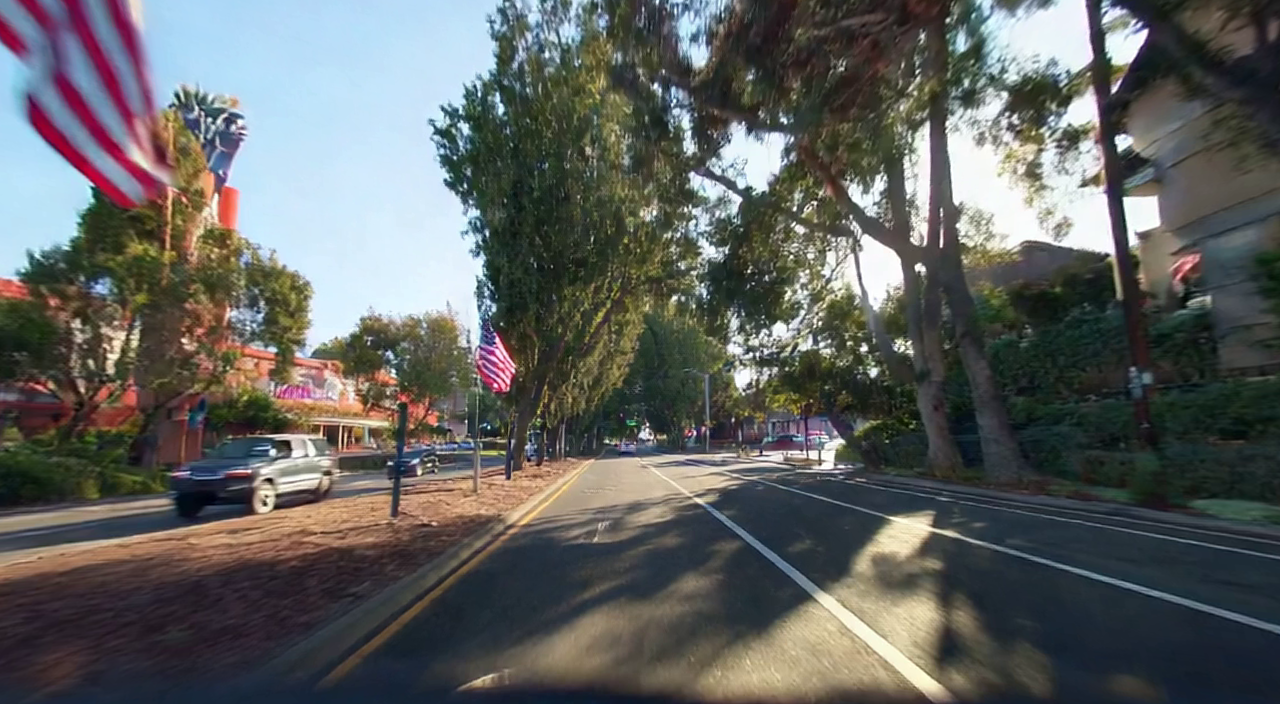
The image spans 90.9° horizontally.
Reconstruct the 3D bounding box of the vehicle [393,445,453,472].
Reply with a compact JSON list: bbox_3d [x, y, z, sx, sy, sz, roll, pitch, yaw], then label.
[{"bbox_3d":[-12.352,6.053,36.114,1.874,1.407,4.606,0,-8,-1],"label":"vehicle"}]

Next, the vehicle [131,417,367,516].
[{"bbox_3d":[-8.323,2.488,14.220,2.139,1.819,5.043,0,-8,-1],"label":"vehicle"}]
